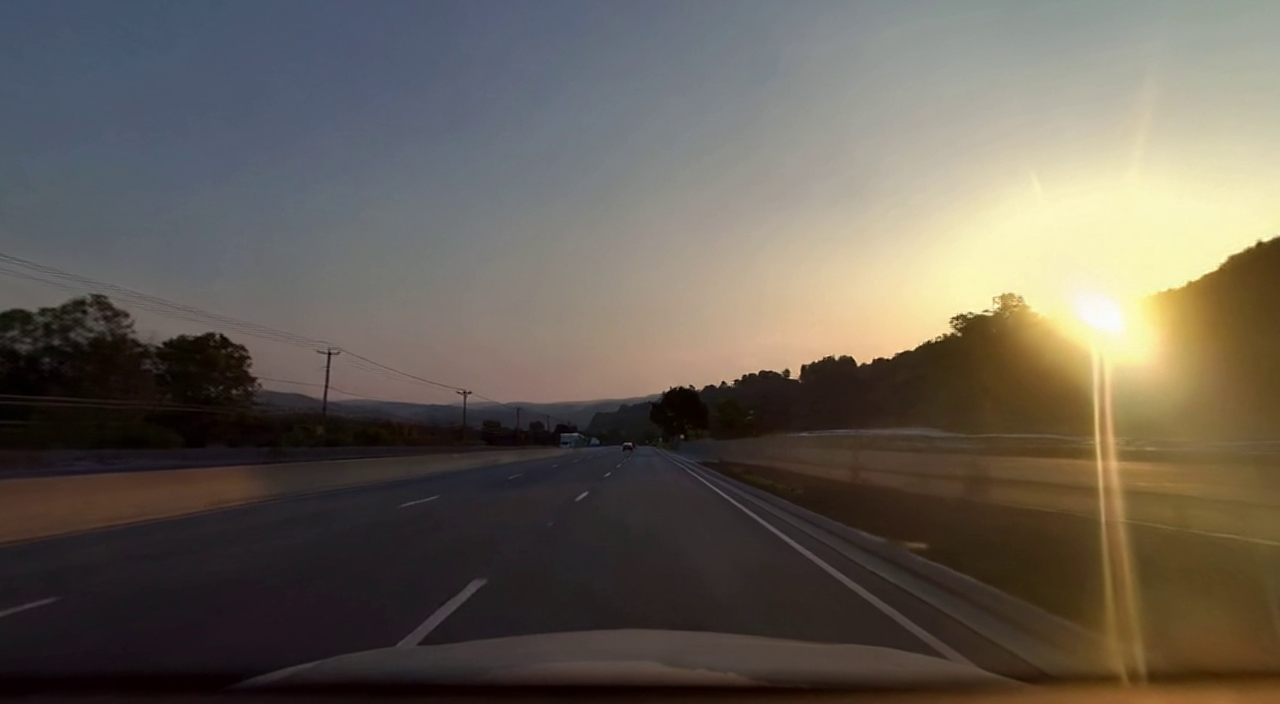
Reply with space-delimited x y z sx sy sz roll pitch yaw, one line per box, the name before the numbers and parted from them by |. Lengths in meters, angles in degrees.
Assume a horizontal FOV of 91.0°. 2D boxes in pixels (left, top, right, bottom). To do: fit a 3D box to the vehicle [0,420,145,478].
vehicle | -46.290 7.472 49.066 2.914 3.973 17.272 2 -8 -5
